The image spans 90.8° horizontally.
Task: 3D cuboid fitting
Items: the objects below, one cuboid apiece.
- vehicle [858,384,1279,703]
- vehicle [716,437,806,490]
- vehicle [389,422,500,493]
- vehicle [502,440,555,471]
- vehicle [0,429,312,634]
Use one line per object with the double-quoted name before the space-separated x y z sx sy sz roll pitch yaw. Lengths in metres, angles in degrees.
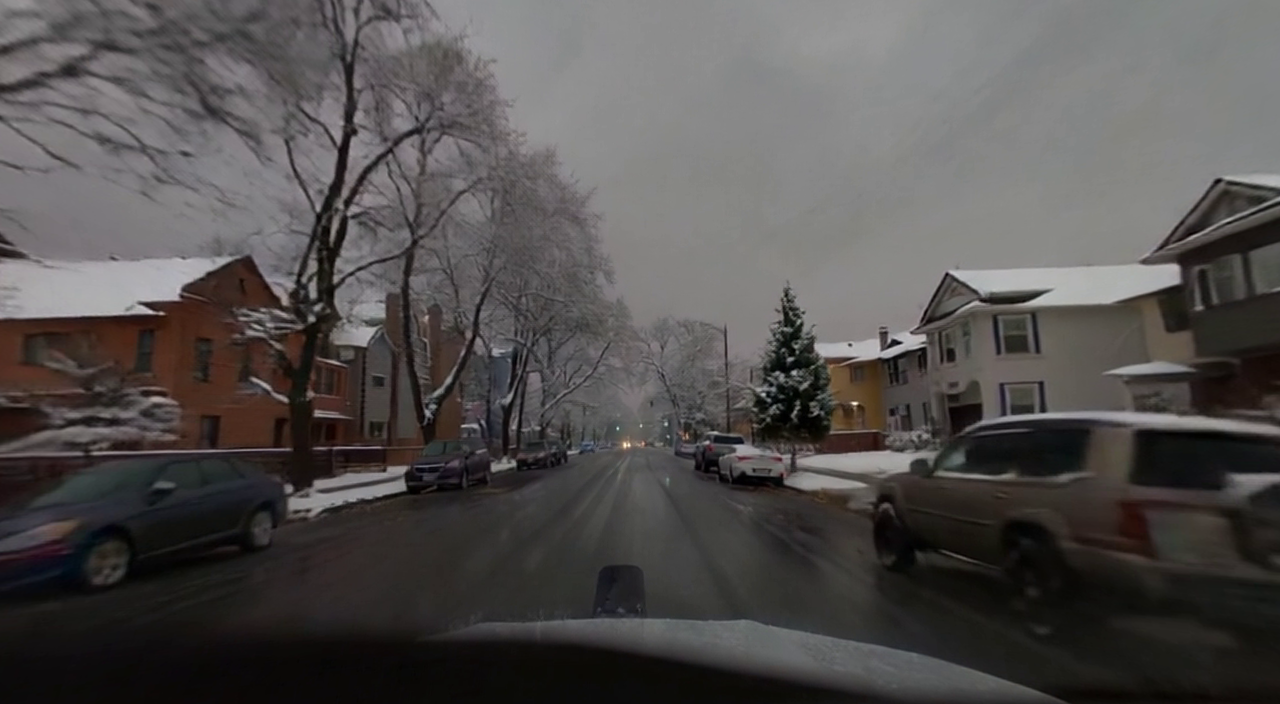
"vehicle" 3.517 1.287 5.098 1.950 1.647 4.425 0 -8 0
"vehicle" 3.723 3.514 20.267 1.968 1.505 4.368 0 -8 0
"vehicle" -5.922 3.287 19.749 2.106 1.760 4.573 -4 -9 -2
"vehicle" -5.771 5.395 33.241 1.998 1.485 4.476 0 -8 0
"vehicle" -5.811 1.729 7.123 1.901 1.475 4.425 -5 -6 0
